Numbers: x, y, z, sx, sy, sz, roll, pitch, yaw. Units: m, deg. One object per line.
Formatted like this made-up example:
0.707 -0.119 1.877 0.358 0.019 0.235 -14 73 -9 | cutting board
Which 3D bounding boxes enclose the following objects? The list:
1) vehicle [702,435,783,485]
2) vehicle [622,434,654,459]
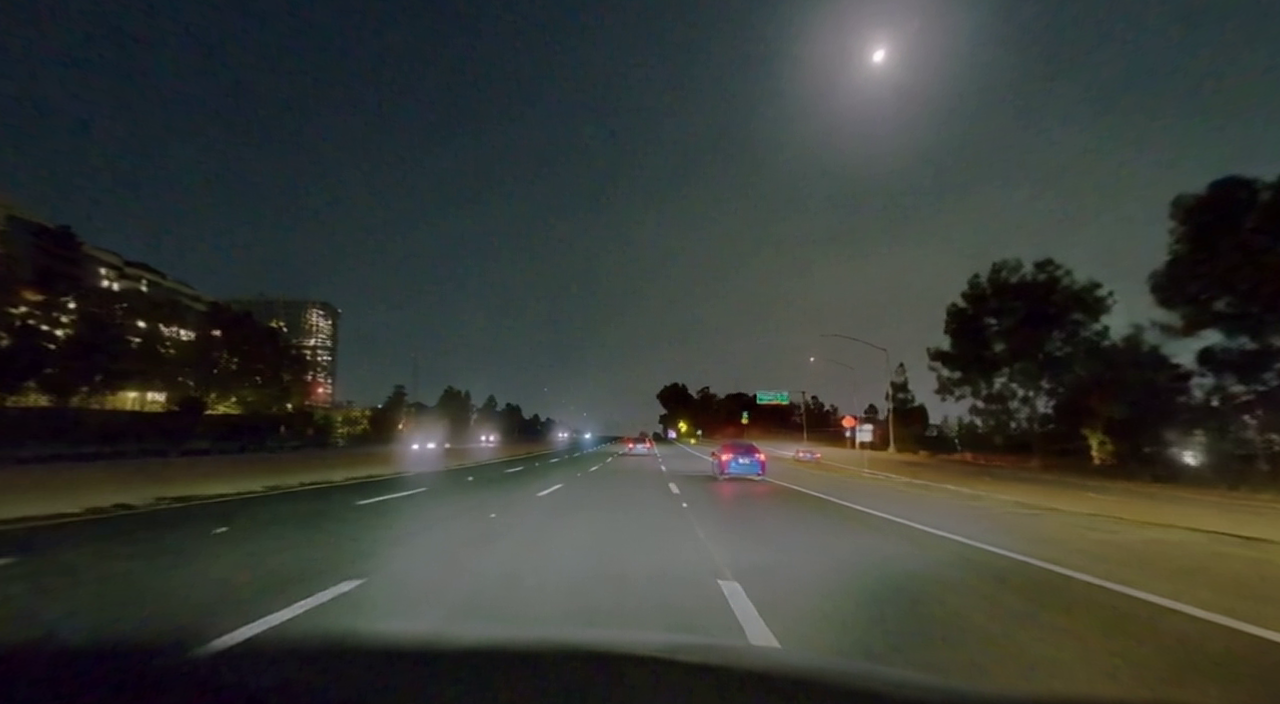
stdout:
3.413 3.701 21.963 2.029 1.528 4.644 0 -8 0 | vehicle
-0.113 6.657 44.498 2.127 1.692 4.382 0 -8 1 | vehicle
